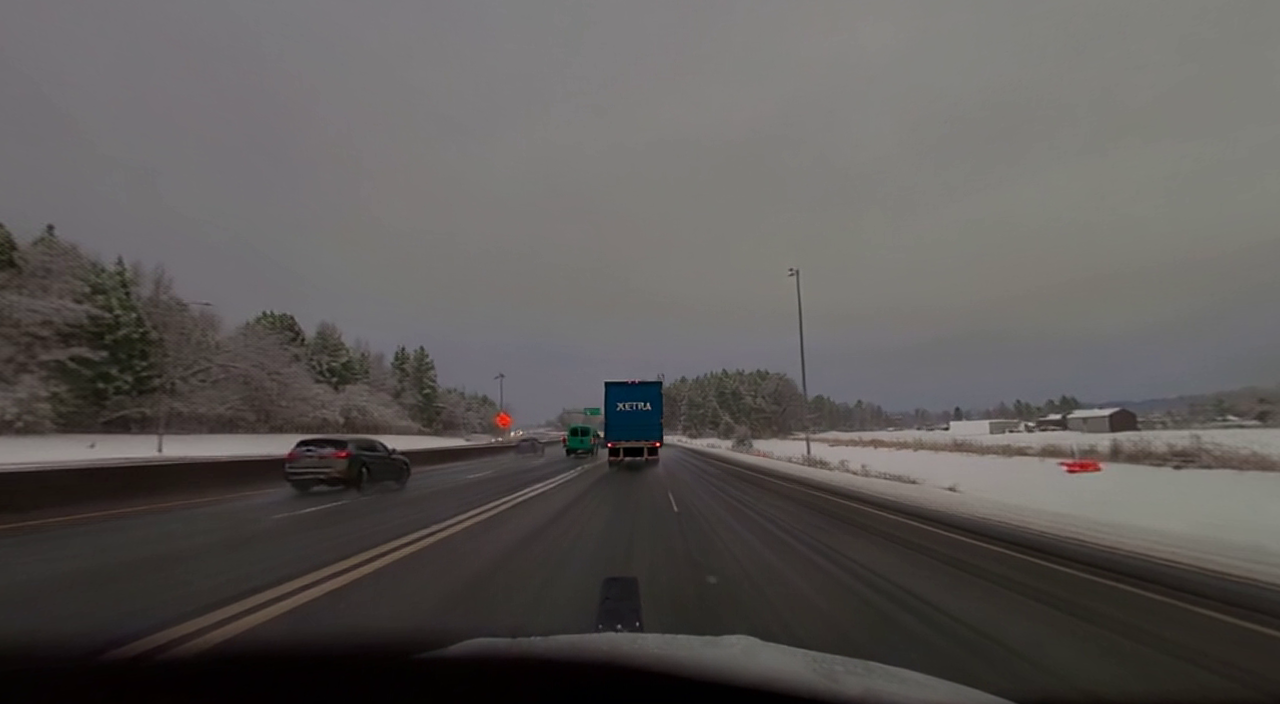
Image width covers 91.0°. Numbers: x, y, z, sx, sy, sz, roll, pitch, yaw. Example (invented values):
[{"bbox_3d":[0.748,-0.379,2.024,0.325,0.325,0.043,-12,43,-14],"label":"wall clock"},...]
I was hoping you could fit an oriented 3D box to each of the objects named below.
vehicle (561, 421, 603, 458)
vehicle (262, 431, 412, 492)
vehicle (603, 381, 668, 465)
[{"bbox_3d":[-4.323,6.763,48.303,2.469,2.615,5.874,0,-8,2],"label":"vehicle"},{"bbox_3d":[-8.489,3.095,18.214,1.915,1.506,4.594,0,-8,2],"label":"vehicle"},{"bbox_3d":[-0.228,4.314,35.641,3.183,4.011,9.617,-1,-11,0],"label":"vehicle"}]
